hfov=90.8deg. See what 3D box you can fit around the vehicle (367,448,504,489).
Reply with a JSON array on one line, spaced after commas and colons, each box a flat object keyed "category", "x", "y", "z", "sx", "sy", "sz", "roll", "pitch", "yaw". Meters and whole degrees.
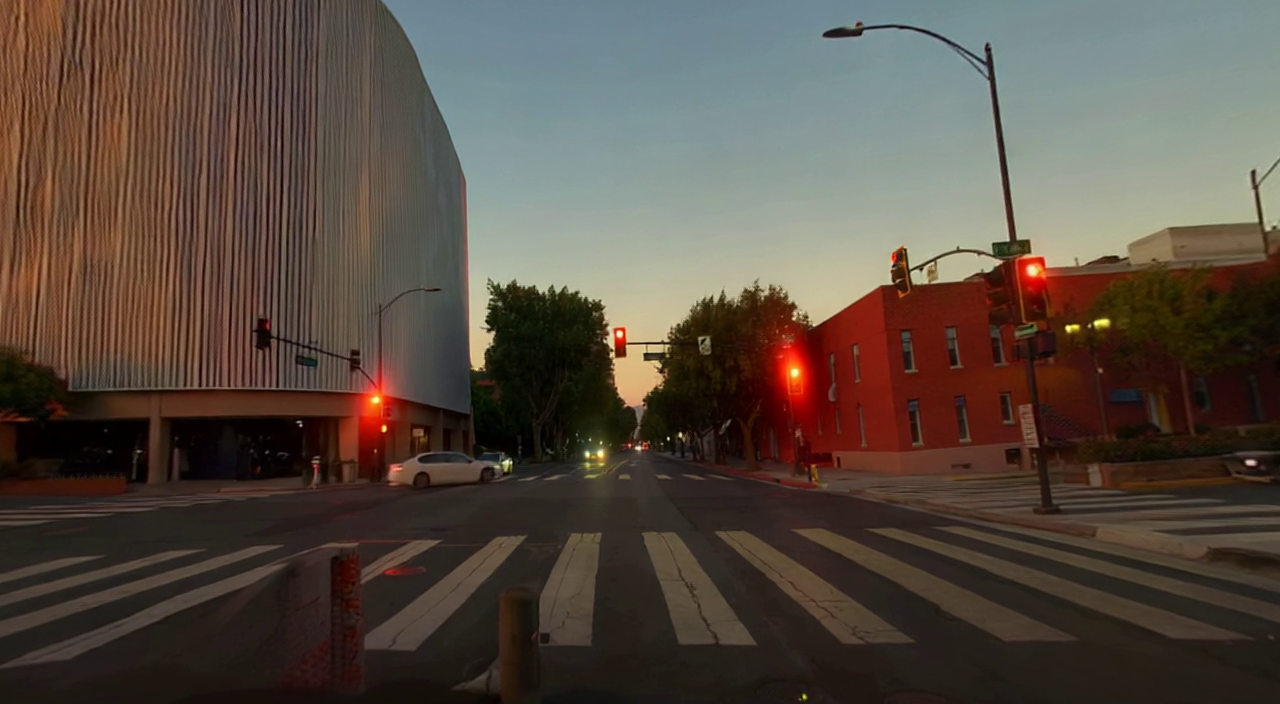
[{"category": "vehicle", "x": -8.229, "y": 4.658, "z": 25.697, "sx": 4.833, "sy": 1.452, "sz": 2.088, "roll": 6, "pitch": -11, "yaw": -36}]
